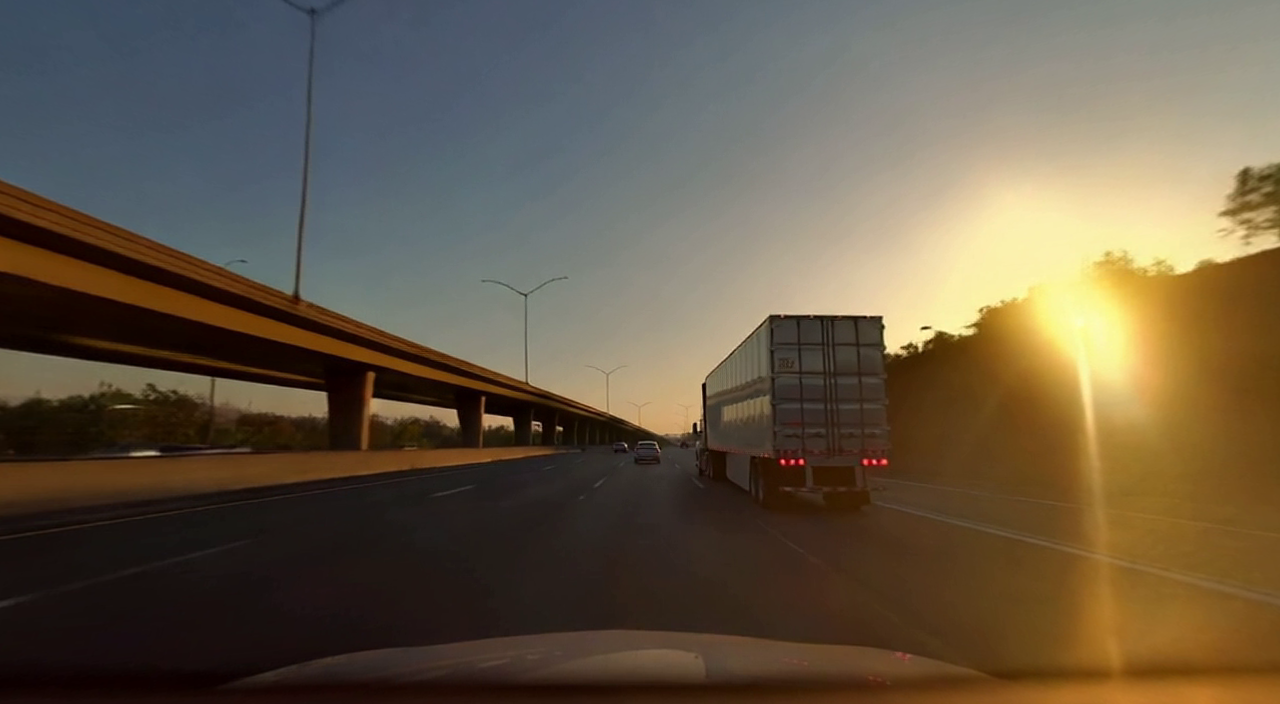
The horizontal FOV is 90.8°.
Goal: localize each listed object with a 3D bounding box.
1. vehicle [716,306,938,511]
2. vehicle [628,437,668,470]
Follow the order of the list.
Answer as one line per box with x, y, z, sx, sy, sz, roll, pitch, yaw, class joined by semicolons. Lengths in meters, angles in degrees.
4.280;1.818;17.573;2.964;4.063;10.072;0;-9;0;vehicle
0.447;5.691;35.481;2.077;1.716;4.514;0;-9;1;vehicle
